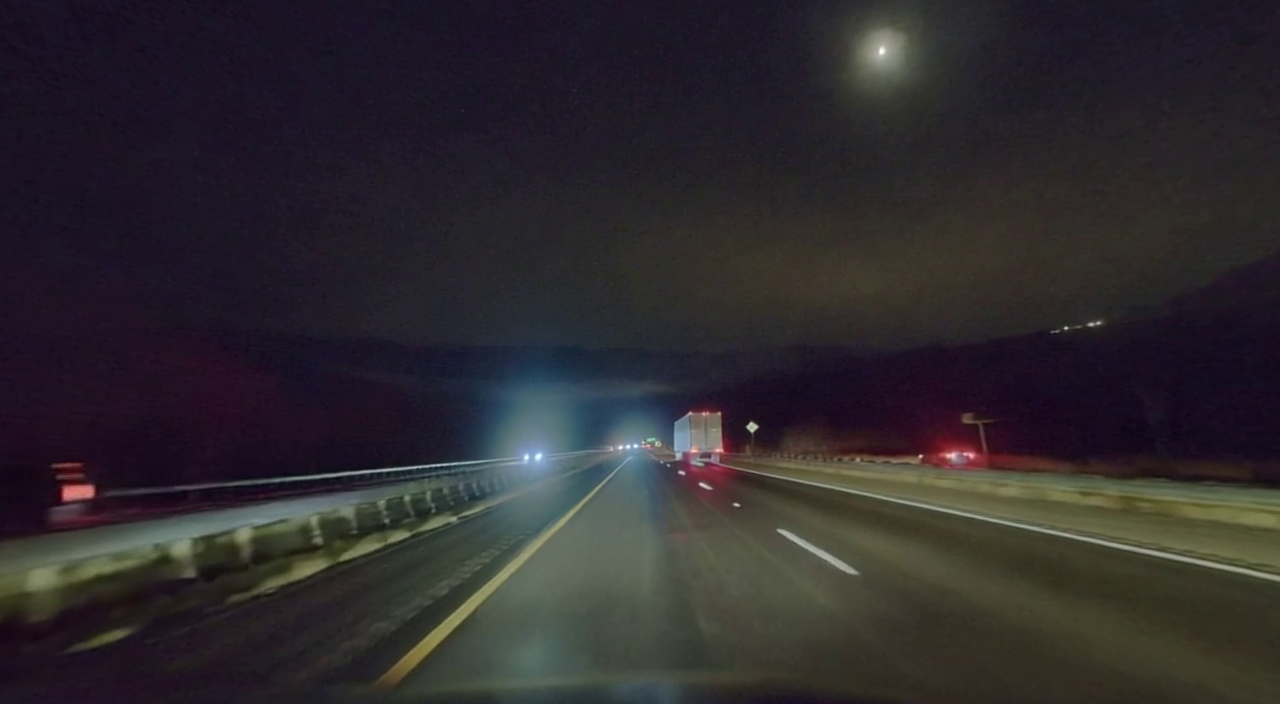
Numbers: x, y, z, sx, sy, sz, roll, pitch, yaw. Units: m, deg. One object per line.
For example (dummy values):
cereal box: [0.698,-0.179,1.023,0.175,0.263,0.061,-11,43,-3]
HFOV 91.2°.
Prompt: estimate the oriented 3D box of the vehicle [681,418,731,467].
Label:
vehicle: [4.889,6.972,47.893,2.826,3.408,7.775,0,-9,-1]
